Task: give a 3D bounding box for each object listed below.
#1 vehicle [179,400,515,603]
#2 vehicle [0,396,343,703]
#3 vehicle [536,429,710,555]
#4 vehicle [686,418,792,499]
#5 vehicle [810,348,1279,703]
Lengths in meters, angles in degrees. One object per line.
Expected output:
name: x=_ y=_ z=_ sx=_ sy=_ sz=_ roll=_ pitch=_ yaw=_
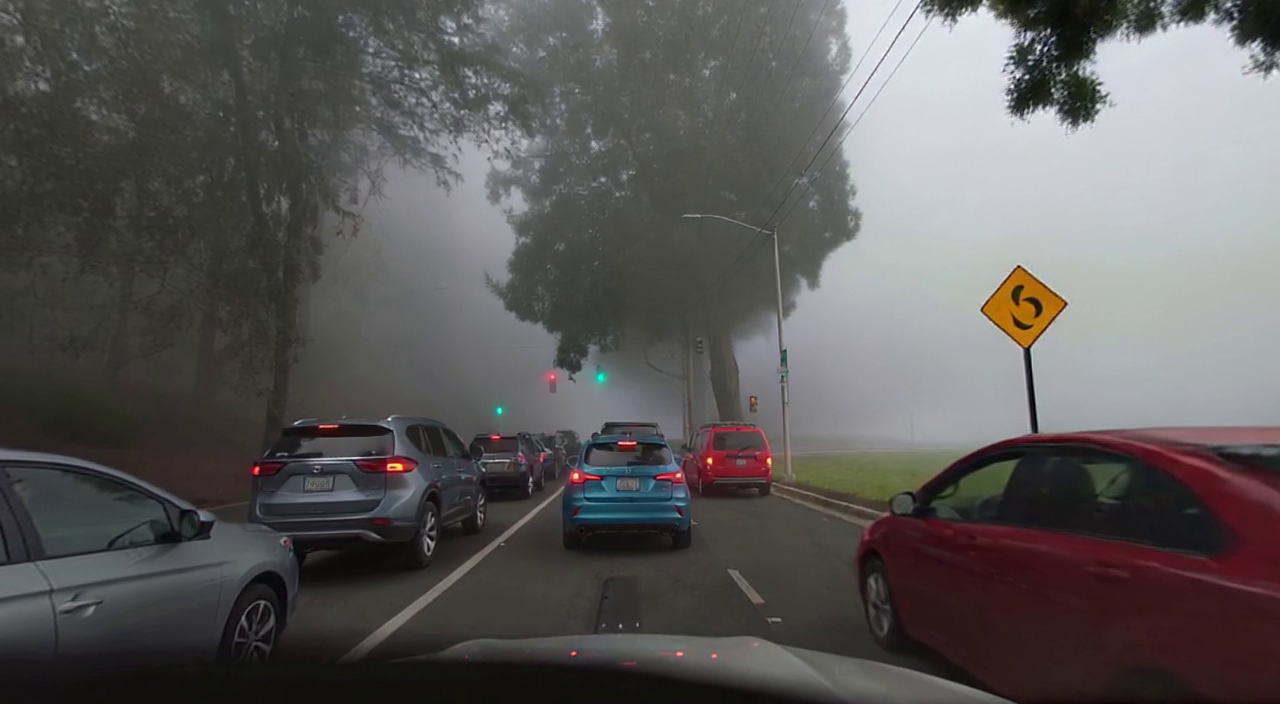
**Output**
vehicle: x=-2.893 y=1.568 z=7.446 sx=1.964 sy=1.712 sz=4.097 roll=0 pitch=-8 yaw=0
vehicle: x=-2.925 y=0.842 z=1.617 sx=1.974 sy=1.484 sz=4.716 roll=0 pitch=-8 yaw=1
vehicle: x=-0.248 y=1.922 z=9.344 sx=2.025 sy=1.453 sz=3.848 roll=0 pitch=-8 yaw=-2
vehicle: x=2.456 y=2.805 z=16.877 sx=2.059 sy=1.864 sz=4.541 roll=0 pitch=-8 yaw=-1
vehicle: x=2.526 y=0.974 z=2.975 sx=2.116 sy=1.497 sz=4.652 roll=0 pitch=-8 yaw=0
